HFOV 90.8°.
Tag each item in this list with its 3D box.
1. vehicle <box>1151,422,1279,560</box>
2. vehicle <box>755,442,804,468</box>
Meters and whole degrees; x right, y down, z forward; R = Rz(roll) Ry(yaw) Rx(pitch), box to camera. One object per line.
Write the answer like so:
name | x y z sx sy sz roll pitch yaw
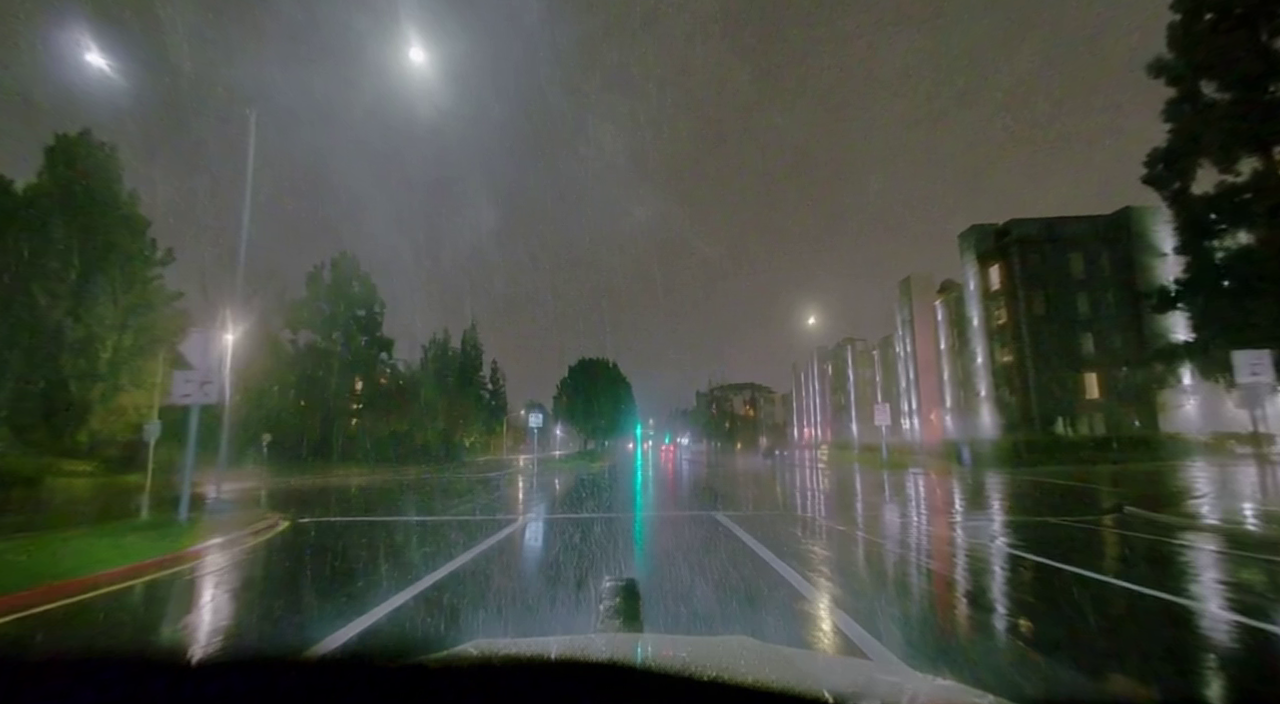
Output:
vehicle | 9.345 1.736 7.762 2.059 1.768 4.737 0 -9 -1
vehicle | 10.001 7.393 45.581 2.065 1.732 5.036 1 -9 -4
